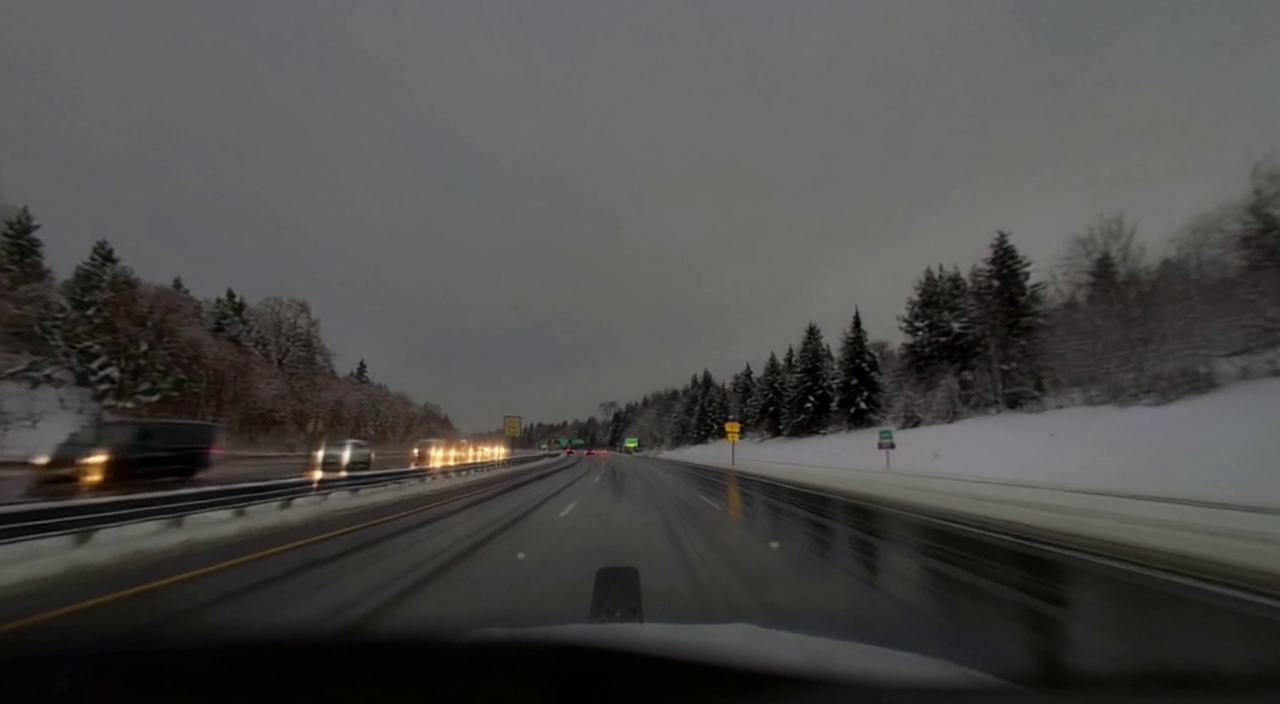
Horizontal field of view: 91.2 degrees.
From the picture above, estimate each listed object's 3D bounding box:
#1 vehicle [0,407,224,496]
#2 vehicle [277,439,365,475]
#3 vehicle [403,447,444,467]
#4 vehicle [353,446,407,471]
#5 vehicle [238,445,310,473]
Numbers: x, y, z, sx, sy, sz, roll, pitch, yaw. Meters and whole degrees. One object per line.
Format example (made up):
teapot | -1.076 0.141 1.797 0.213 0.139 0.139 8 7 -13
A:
vehicle | -14.556 2.763 17.464 2.201 2.054 5.510 0 -9 -1
vehicle | -15.154 5.020 30.098 1.906 1.558 4.561 0 -9 -2
vehicle | -16.492 8.023 47.980 1.791 1.478 4.072 0 -9 -2
vehicle | -15.989 6.574 38.763 1.750 1.437 3.997 0 -9 -3
vehicle | -20.509 6.004 35.325 1.804 1.484 3.917 0 -9 -3
